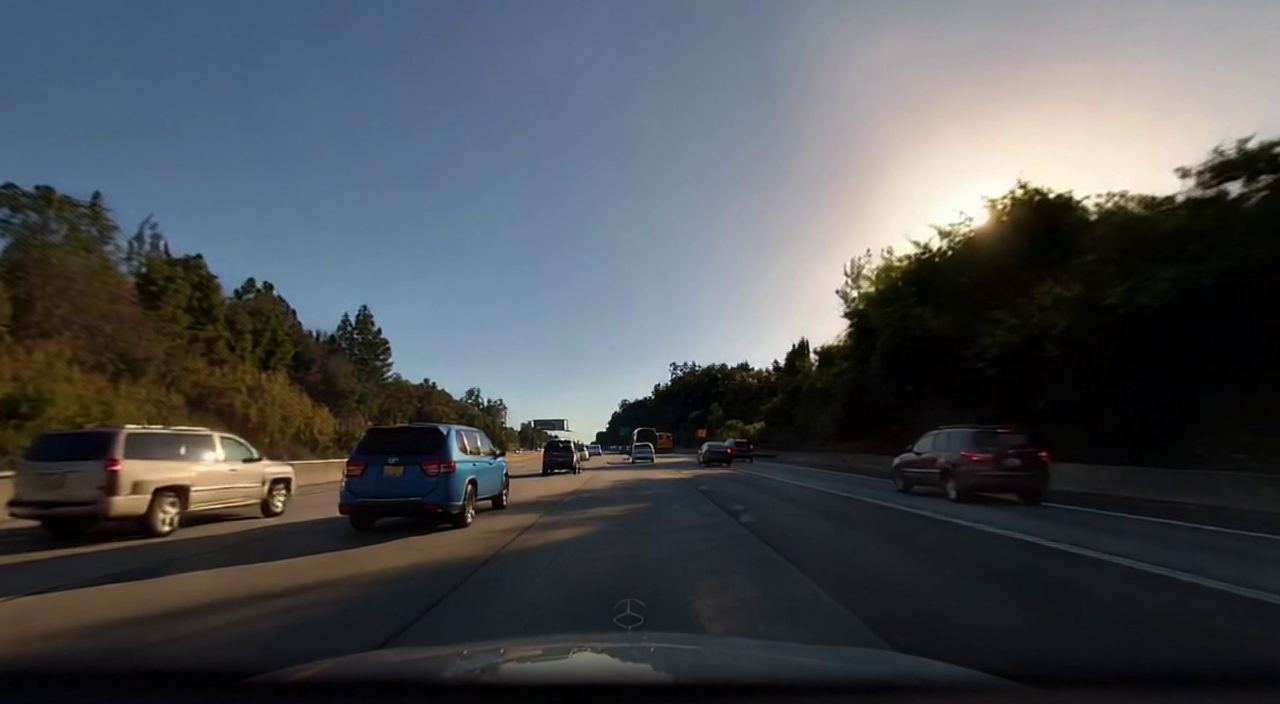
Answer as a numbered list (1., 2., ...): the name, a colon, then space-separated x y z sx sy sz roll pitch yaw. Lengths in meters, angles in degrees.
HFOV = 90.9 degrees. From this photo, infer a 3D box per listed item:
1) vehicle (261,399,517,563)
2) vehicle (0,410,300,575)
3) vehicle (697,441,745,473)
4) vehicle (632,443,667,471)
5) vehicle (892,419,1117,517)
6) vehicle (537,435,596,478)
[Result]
1. vehicle: -3.386 1.845 9.699 2.016 1.898 4.458 0 -8 1
2. vehicle: -7.593 1.938 9.584 2.072 1.852 4.760 -1 -8 2
3. vehicle: 4.438 5.856 35.377 2.050 1.661 4.636 0 -8 -1
4. vehicle: 0.558 6.342 38.265 2.042 1.632 3.654 0 -8 1
5. vehicle: 8.138 2.647 14.926 2.227 1.895 5.197 0 -8 0
6. vehicle: -3.422 4.966 30.195 2.155 1.843 4.567 0 -8 1
